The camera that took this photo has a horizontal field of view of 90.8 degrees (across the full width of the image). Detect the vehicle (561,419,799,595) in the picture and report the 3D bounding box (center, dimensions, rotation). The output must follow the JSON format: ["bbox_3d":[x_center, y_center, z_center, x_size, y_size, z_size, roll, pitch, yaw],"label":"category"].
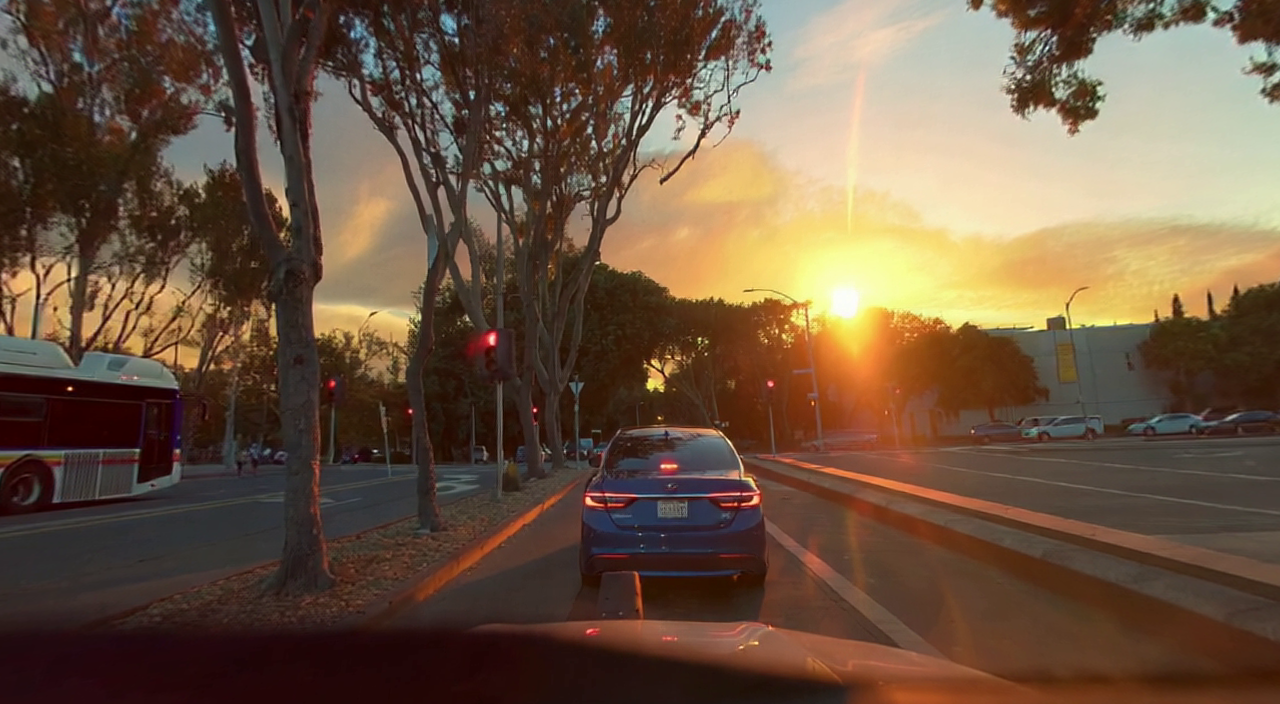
[{"bbox_3d":[0.372,1.617,7.398,2.035,1.499,3.799,0,-8,1],"label":"vehicle"}]

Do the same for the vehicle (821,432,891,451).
[{"bbox_3d":[16.812,7.001,49.332,4.830,1.461,1.883,0,-9,3],"label":"vehicle"}]
